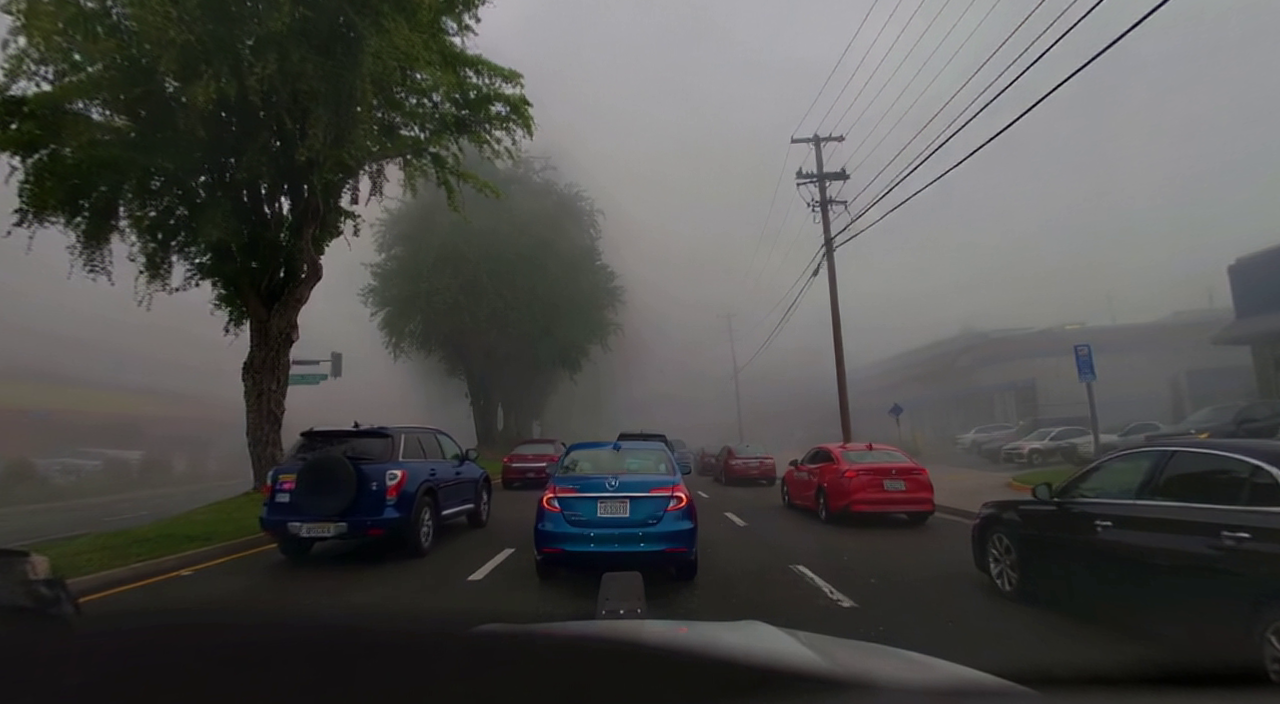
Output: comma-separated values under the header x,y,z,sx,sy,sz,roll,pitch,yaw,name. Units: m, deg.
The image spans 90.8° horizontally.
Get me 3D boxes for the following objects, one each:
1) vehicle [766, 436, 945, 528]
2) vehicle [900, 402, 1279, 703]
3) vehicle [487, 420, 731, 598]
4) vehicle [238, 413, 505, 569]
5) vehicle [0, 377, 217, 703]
x,y,z,sx,sy,sz,roll,pitch,yaw,name
3.934,2.430,12.450,1.909,1.473,4.361,0,-9,-1,vehicle
3.665,1.190,4.178,1.929,1.479,4.723,0,-9,1,vehicle
-0.311,1.641,7.419,2.097,1.511,3.809,0,-9,-2,vehicle
-3.416,1.850,9.140,1.979,1.697,4.254,0,-9,0,vehicle
-2.850,0.618,0.441,1.984,1.496,4.530,0,-9,0,vehicle
